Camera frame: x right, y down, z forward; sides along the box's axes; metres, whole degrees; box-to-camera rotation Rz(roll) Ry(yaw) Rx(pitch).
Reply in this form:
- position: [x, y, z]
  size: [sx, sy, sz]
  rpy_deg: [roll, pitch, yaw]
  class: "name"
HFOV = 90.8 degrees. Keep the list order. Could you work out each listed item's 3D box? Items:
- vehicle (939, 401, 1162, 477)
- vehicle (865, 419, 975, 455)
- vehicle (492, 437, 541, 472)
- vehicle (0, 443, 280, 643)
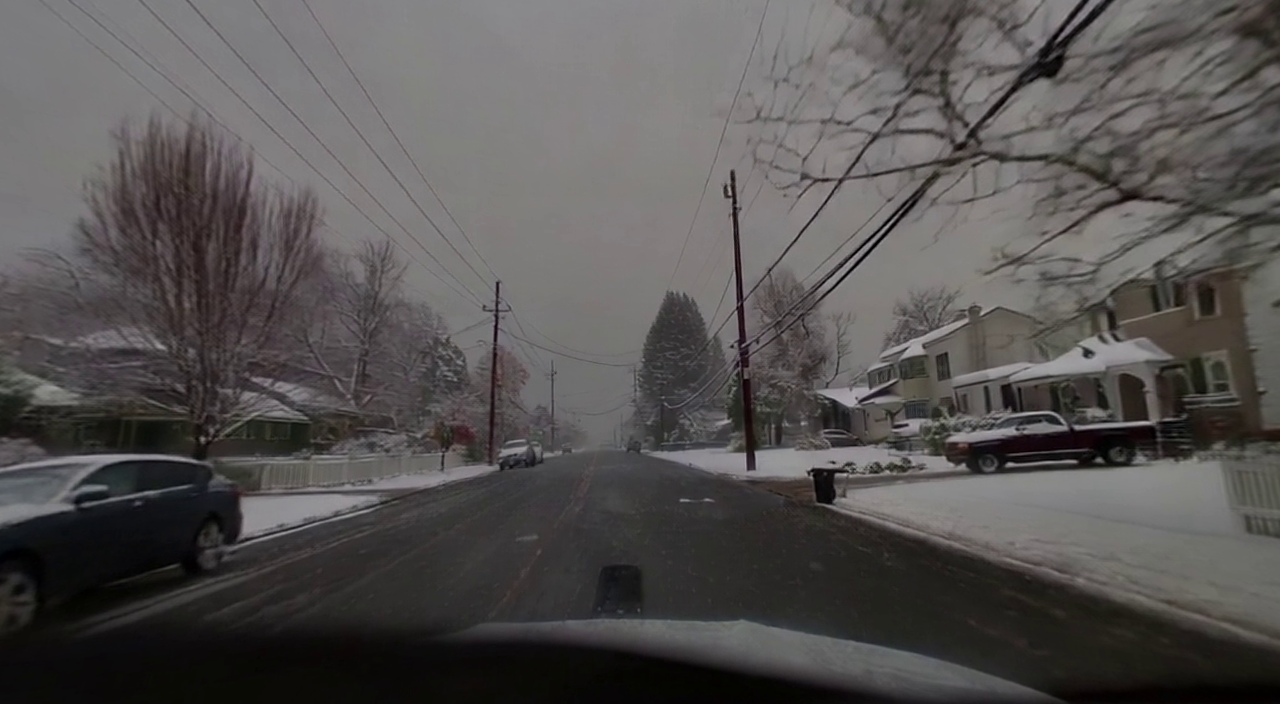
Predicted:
- position: [10.536, 2.346, 16.572]
  size: [4.293, 1.657, 1.961]
  rpy_deg: [-4, -12, 6]
  class: "vehicle"
- position: [14.587, 4.462, 33.092]
  size: [4.842, 1.728, 1.875]
  rpy_deg: [1, -9, -1]
  class: "vehicle"
- position: [-7.738, 6.507, 40.144]
  size: [2.240, 1.940, 5.429]
  rpy_deg: [-2, -9, -3]
  class: "vehicle"
- position: [-6.328, 1.884, 6.924]
  size: [1.954, 1.551, 5.128]
  rpy_deg: [-3, -7, -2]
  class: "vehicle"
